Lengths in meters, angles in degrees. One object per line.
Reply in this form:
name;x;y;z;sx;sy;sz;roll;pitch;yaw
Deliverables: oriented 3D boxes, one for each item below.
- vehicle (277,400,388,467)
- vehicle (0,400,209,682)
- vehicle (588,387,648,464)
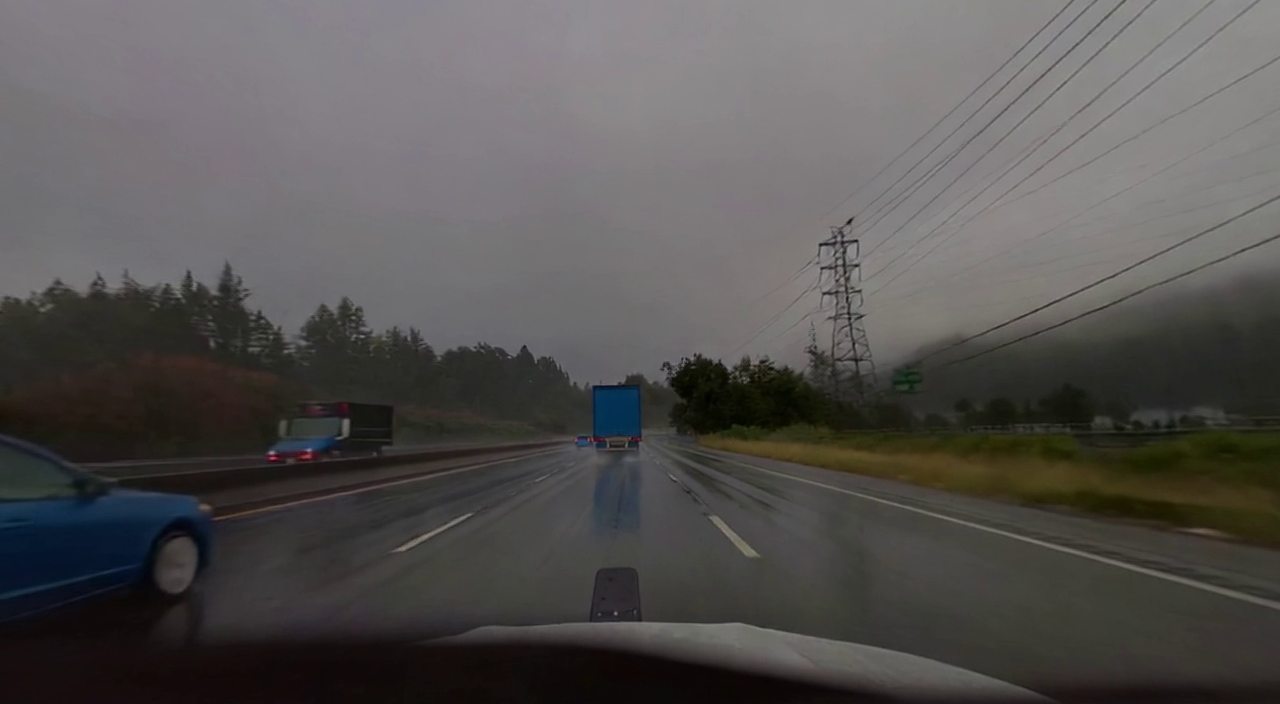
vehicle;-18.213;4.951;38.062;2.790;3.616;7.737;0;-8;0
vehicle;-4.476;0.970;2.942;1.941;1.532;4.277;0;-8;-1
vehicle;-1.204;4.319;36.573;2.955;3.851;9.915;0;-8;-1
